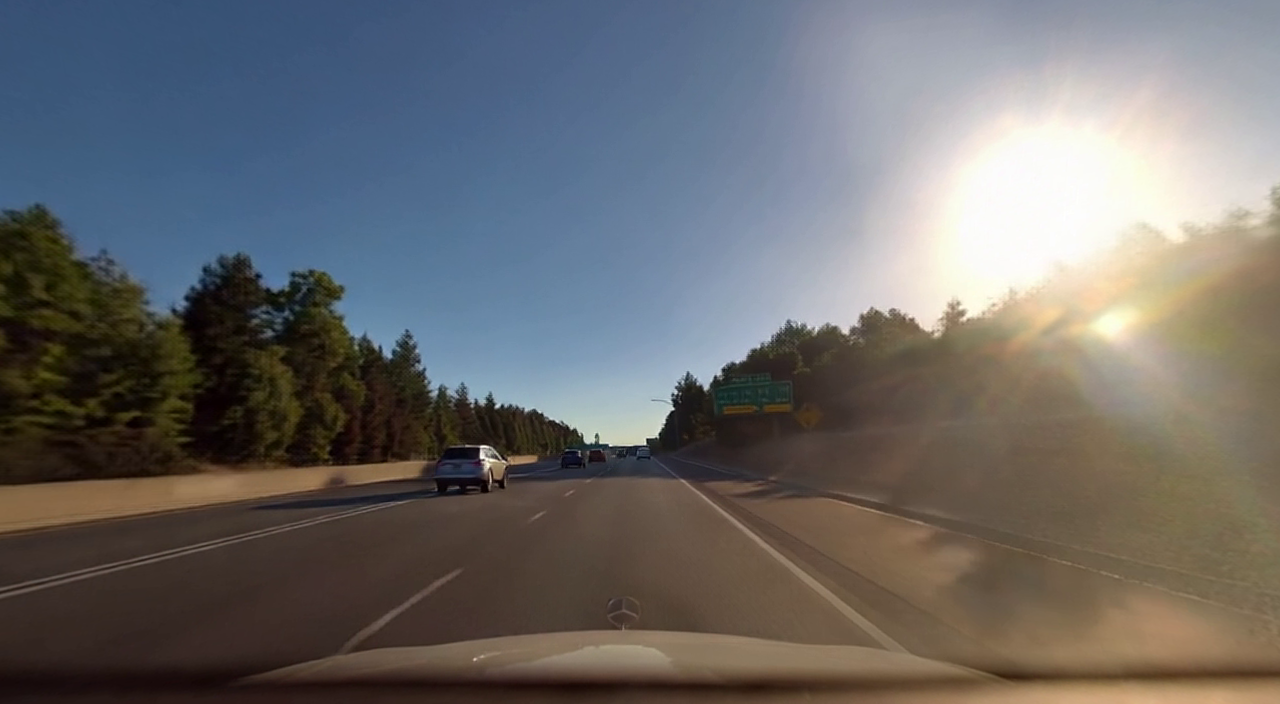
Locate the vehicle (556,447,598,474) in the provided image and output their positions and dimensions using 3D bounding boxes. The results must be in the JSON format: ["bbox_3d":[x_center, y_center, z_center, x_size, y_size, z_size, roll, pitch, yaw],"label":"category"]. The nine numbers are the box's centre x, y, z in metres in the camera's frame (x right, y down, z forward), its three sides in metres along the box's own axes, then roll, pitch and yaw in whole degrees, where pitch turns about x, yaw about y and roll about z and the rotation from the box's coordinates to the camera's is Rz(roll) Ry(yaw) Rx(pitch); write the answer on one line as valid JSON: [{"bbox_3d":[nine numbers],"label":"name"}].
[{"bbox_3d":[-3.576,6.218,36.364,2.005,1.474,3.921,0,-9,1],"label":"vehicle"}]

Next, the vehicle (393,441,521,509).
[{"bbox_3d":[-4.553,3.128,16.500,1.975,1.501,4.603,0,-9,0],"label":"vehicle"}]
